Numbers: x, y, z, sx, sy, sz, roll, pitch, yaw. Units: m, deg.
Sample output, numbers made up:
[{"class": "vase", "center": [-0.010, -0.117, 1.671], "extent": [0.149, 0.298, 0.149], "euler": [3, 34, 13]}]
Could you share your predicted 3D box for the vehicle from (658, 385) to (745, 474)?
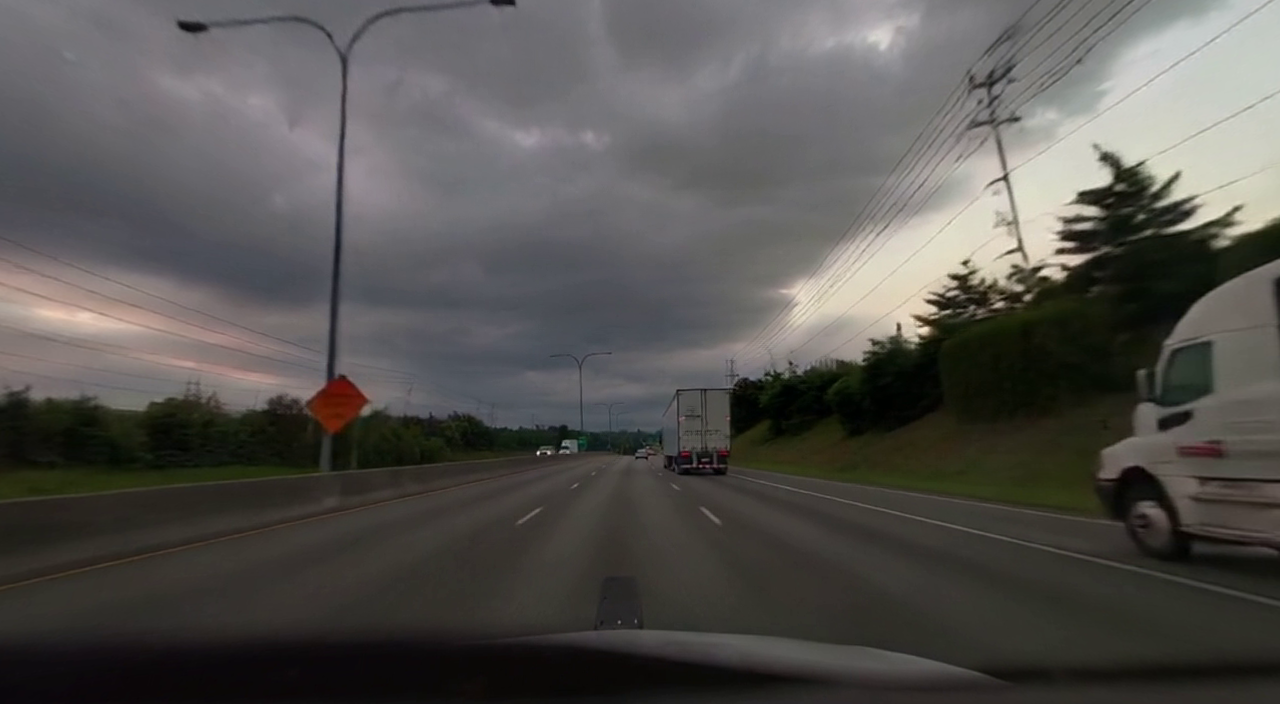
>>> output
[{"class": "vehicle", "center": [3.058, 4.877, 37.389], "extent": [3.202, 4.046, 17.146], "euler": [0, -9, -1]}]
